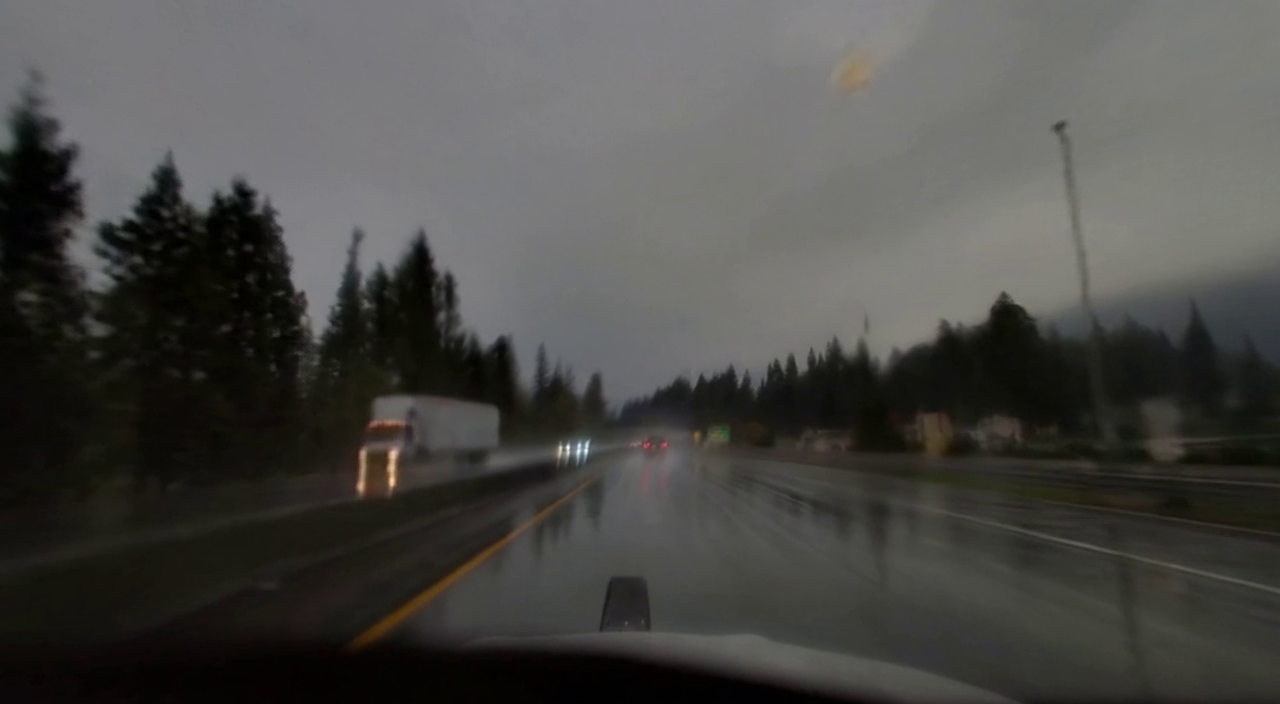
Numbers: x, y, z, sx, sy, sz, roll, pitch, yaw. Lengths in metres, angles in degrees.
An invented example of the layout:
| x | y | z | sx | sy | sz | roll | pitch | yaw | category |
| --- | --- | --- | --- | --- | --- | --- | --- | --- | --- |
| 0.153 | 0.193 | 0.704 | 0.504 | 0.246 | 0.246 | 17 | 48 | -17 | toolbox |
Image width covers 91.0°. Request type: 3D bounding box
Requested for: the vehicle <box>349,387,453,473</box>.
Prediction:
| x | y | z | sx | sy | sz | roll | pitch | yaw | category |
| --- | --- | --- | --- | --- | --- | --- | --- | --- | --- |
| -11.469 | 3.841 | 30.808 | 2.907 | 3.852 | 5.056 | 0 | -8 | 1 | vehicle |

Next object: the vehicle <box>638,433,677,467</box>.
| x | y | z | sx | sy | sz | roll | pitch | yaw | category |
| --- | --- | --- | --- | --- | --- | --- | --- | --- | --- |
| 1.096 | 6.058 | 39.121 | 2.301 | 1.944 | 4.554 | 0 | -8 | 1 | vehicle |
